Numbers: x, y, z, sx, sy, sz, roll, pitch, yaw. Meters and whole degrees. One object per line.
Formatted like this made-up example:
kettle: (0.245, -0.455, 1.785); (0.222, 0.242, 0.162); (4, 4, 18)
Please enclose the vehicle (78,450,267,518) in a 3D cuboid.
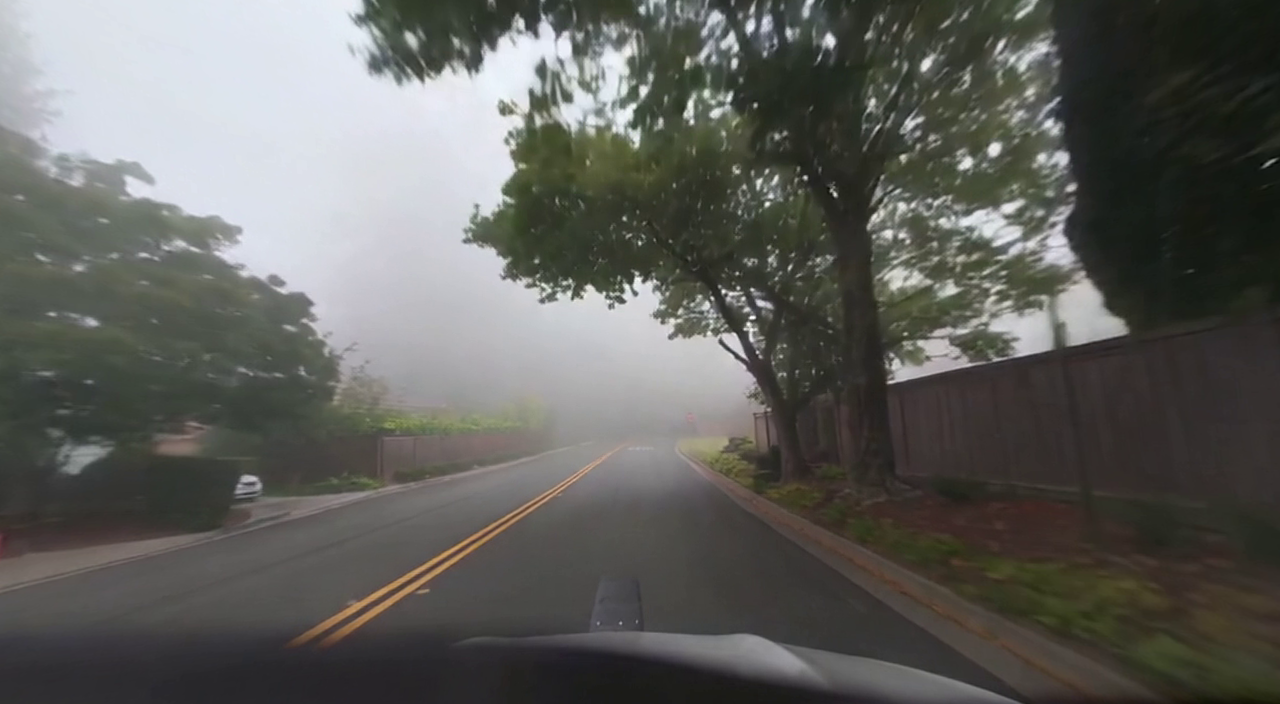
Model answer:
vehicle: (-14.694, 4.128, 20.352); (2.305, 1.793, 4.883); (1, -8, 0)
